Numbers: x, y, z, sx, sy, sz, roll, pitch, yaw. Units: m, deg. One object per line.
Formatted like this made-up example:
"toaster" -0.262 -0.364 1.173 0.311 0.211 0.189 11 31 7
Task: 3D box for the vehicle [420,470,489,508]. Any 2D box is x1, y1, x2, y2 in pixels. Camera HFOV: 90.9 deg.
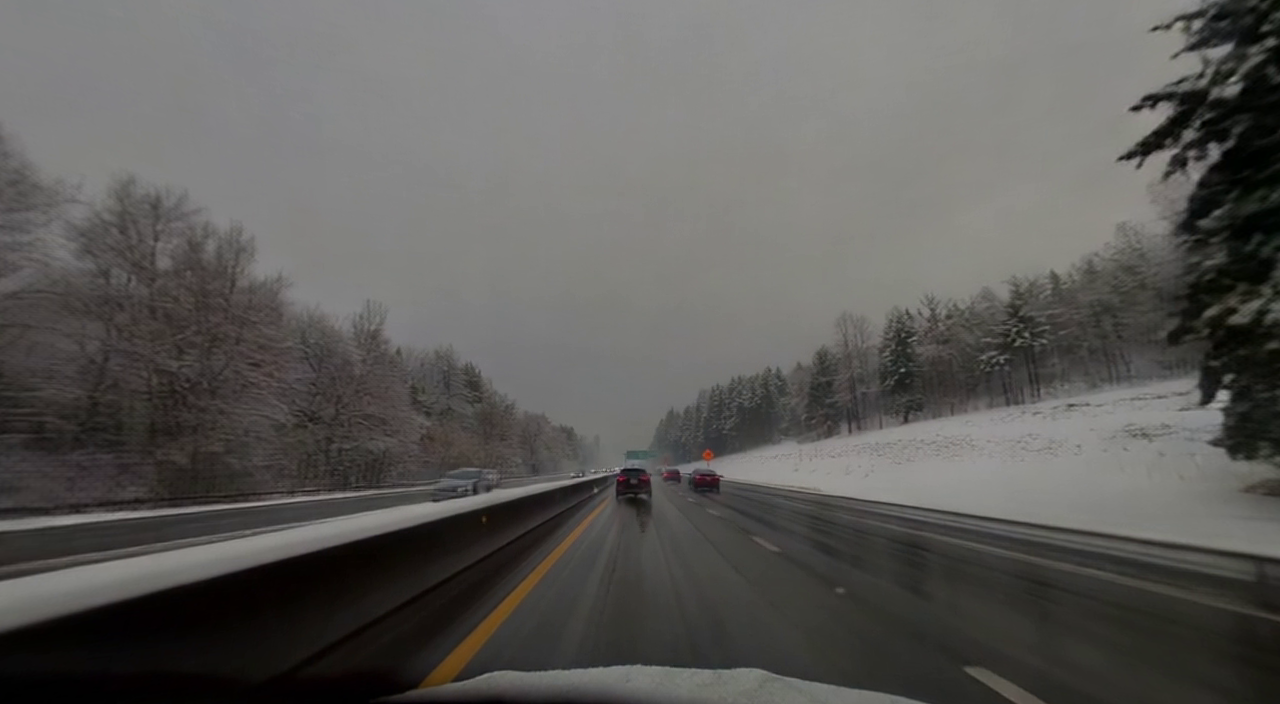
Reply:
"vehicle" -7.908 5.848 27.205 1.780 1.447 3.670 1 -10 1

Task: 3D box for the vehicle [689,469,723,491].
"vehicle" 4.703 9.210 45.605 1.974 1.476 4.119 1 -10 0

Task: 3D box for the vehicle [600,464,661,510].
"vehicle" -0.335 4.884 23.043 2.060 1.473 3.726 1 -10 -1
